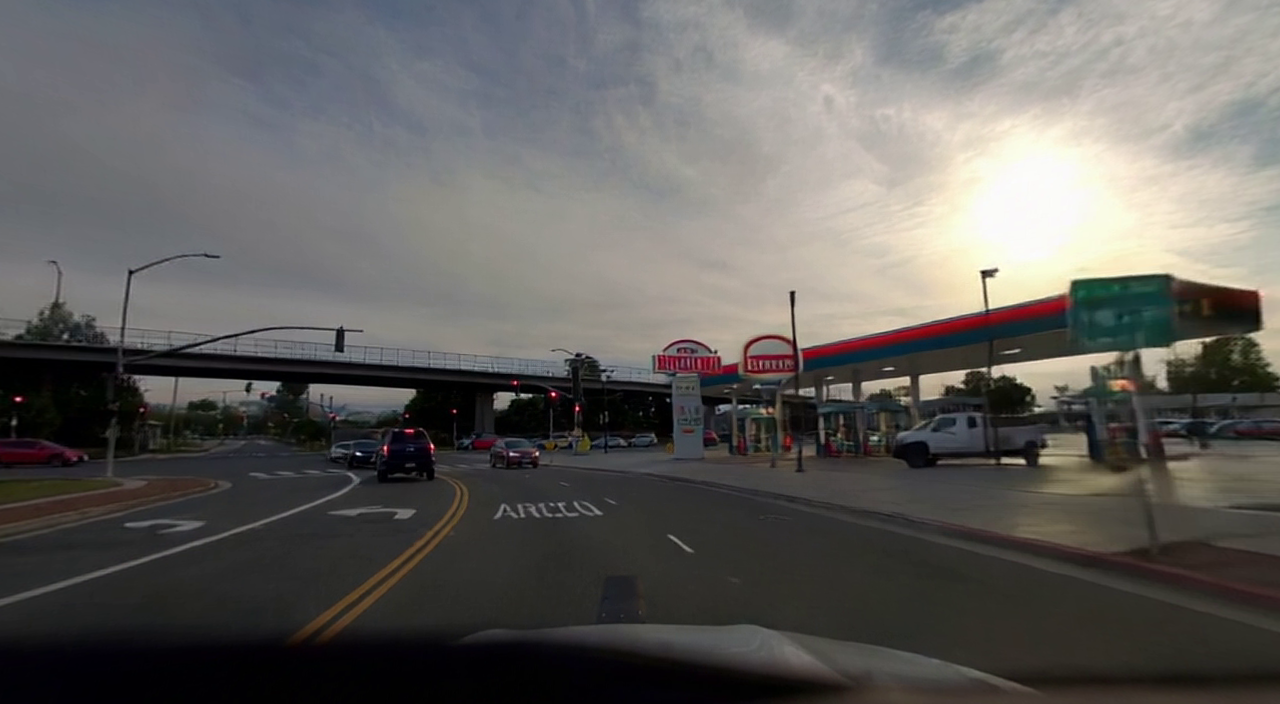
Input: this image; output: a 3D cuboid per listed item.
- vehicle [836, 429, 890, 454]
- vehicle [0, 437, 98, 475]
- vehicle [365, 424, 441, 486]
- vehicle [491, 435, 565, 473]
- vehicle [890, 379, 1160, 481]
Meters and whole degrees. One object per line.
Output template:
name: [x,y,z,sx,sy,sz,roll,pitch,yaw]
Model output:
vehicle: [17.131,6.860,48.237,2.160,1.764,4.595,-7,-11,43]
vehicle: [-29.847,5.060,30.797,4.632,1.757,2.073,6,-10,-32]
vehicle: [-8.843,3.761,23.206,2.254,2.006,4.766,4,-9,-23]
vehicle: [-5.869,5.238,32.599,2.202,1.822,4.826,5,-10,-30]
vehicle: [13.657,2.917,23.028,2.906,3.106,7.741,8,-12,-43]
